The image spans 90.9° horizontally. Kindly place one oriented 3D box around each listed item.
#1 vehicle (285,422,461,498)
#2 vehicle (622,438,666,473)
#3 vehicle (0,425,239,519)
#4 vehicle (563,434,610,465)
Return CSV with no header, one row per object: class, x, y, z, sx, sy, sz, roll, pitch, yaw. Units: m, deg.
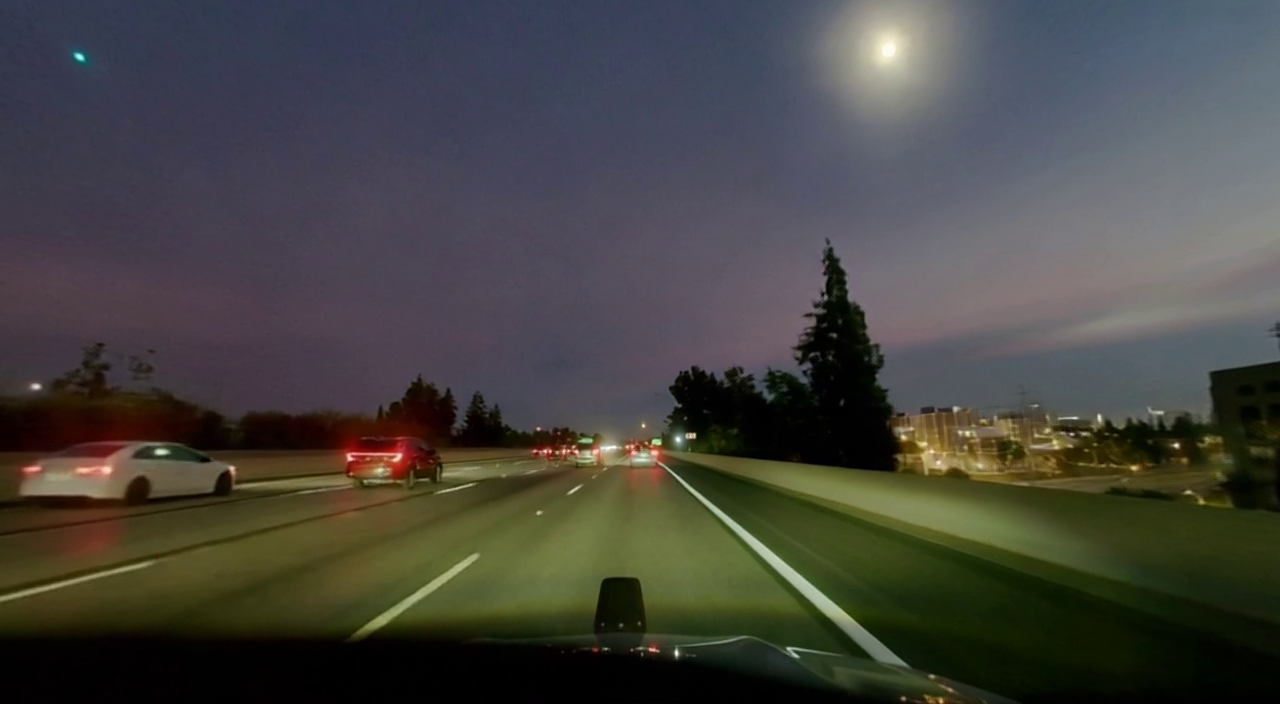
vehicle,-7.559,3.149,18.878,2.521,1.901,5.988,0,-8,1
vehicle,0.190,5.382,33.037,2.135,1.697,4.757,0,-8,0
vehicle,-11.616,2.578,14.104,2.187,1.726,4.634,0,-8,1
vehicle,-3.726,6.953,45.151,2.751,2.050,5.761,0,-8,1
